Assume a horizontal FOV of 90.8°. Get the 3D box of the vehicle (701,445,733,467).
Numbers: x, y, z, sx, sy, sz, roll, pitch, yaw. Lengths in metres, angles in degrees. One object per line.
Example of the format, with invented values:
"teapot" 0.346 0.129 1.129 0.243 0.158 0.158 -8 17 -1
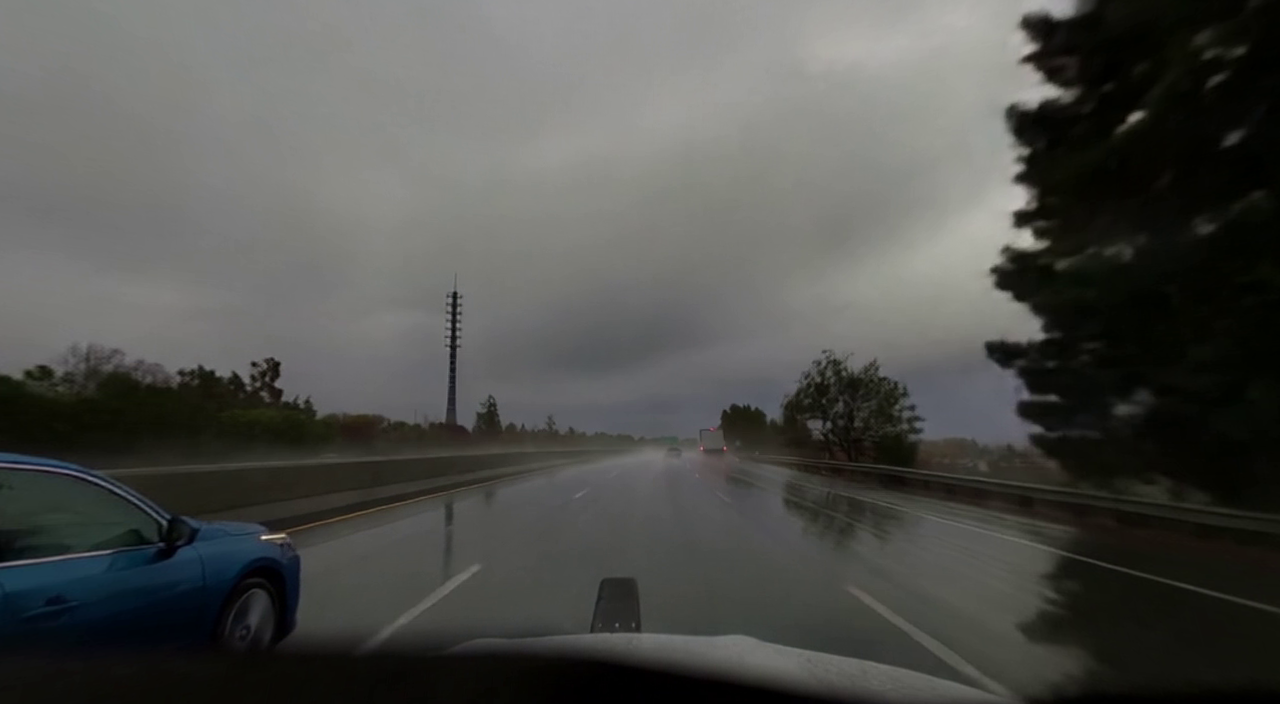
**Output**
"vehicle" 5.631 7.623 46.577 2.030 1.526 4.165 0 -8 3
